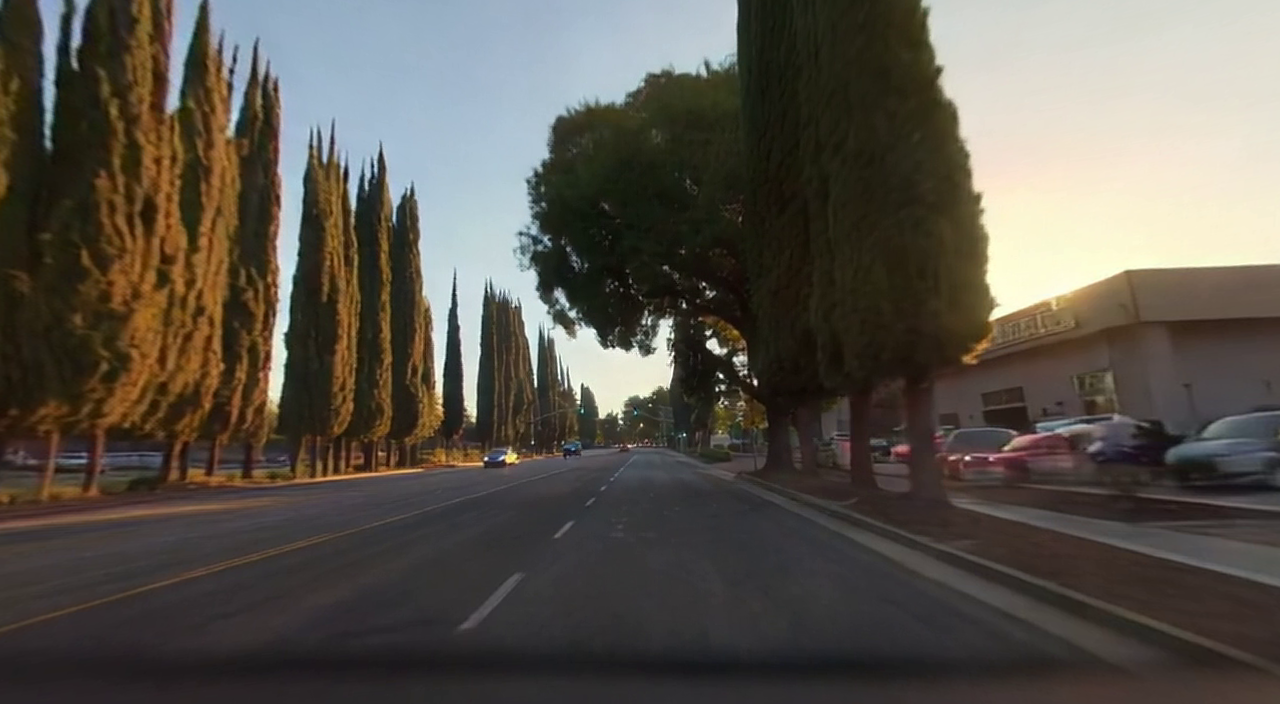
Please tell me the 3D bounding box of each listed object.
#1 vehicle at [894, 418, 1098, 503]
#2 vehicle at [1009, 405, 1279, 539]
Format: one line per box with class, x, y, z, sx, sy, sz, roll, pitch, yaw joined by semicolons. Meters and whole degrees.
vehicle;7.804;2.479;14.531;1.896;1.615;4.778;0;-9;0
vehicle;8.016;1.673;9.403;1.993;1.476;4.821;0;-8;-1
